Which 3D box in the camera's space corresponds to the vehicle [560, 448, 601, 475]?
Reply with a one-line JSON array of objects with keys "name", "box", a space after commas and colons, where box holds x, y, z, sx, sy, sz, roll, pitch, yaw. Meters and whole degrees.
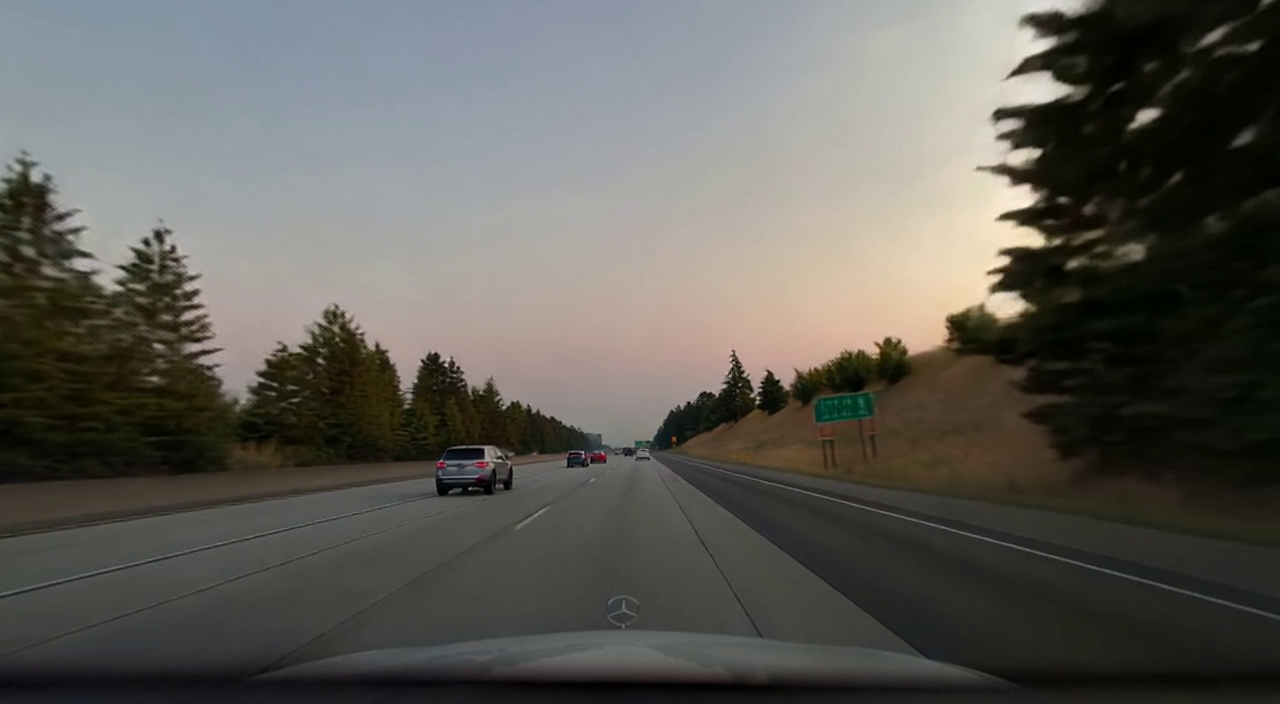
[{"name": "vehicle", "box": [-3.520, 6.552, 37.904, 2.005, 1.474, 3.921, 0, -9, 1]}]

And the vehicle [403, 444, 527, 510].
[{"name": "vehicle", "box": [-4.486, 3.263, 16.962, 1.975, 1.501, 4.603, 0, -9, 1]}]
